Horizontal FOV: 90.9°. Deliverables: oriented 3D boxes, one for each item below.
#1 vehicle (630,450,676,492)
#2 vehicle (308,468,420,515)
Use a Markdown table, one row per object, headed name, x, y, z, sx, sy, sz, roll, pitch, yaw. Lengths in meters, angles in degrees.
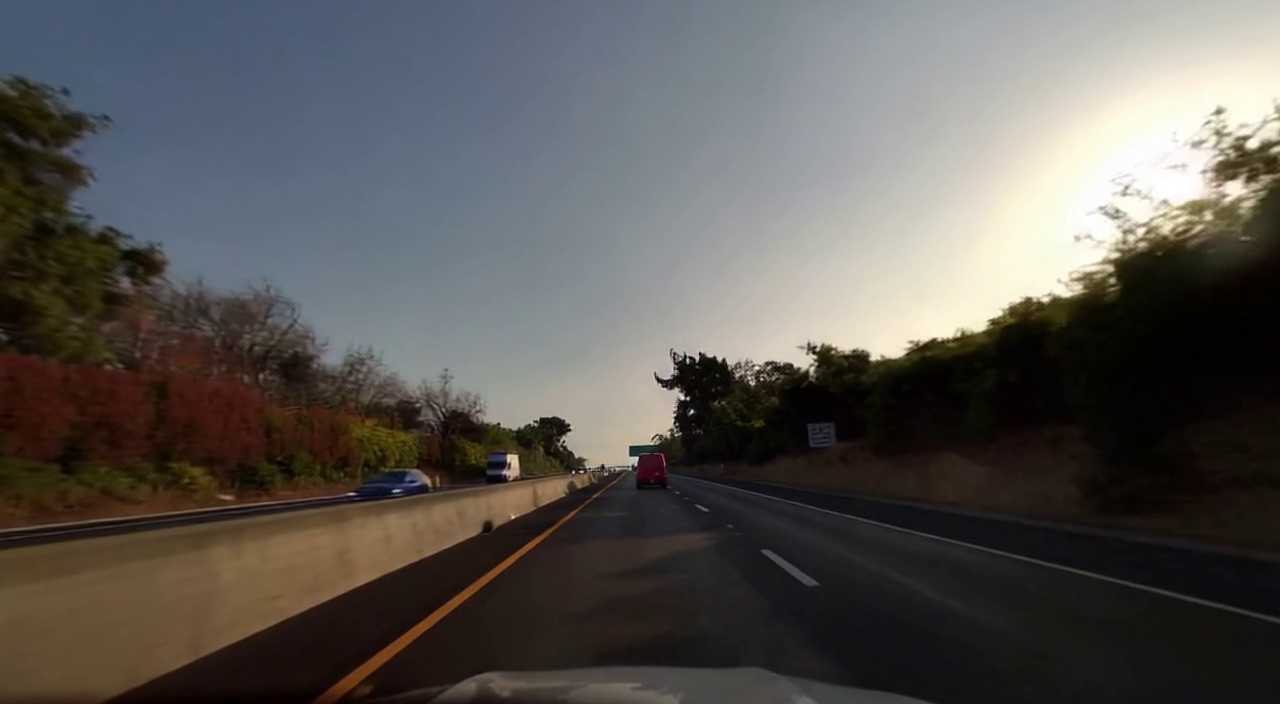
| name | x | y | z | sx | sy | sz | roll | pitch | yaw |
| --- | --- | --- | --- | --- | --- | --- | --- | --- | --- |
| vehicle | 0.666 | 6.866 | 36.409 | 2.429 | 2.167 | 4.558 | 1 | -11 | -1 |
| vehicle | -10.385 | 5.265 | 24.145 | 2.124 | 1.545 | 4.545 | 1 | -11 | 1 |
